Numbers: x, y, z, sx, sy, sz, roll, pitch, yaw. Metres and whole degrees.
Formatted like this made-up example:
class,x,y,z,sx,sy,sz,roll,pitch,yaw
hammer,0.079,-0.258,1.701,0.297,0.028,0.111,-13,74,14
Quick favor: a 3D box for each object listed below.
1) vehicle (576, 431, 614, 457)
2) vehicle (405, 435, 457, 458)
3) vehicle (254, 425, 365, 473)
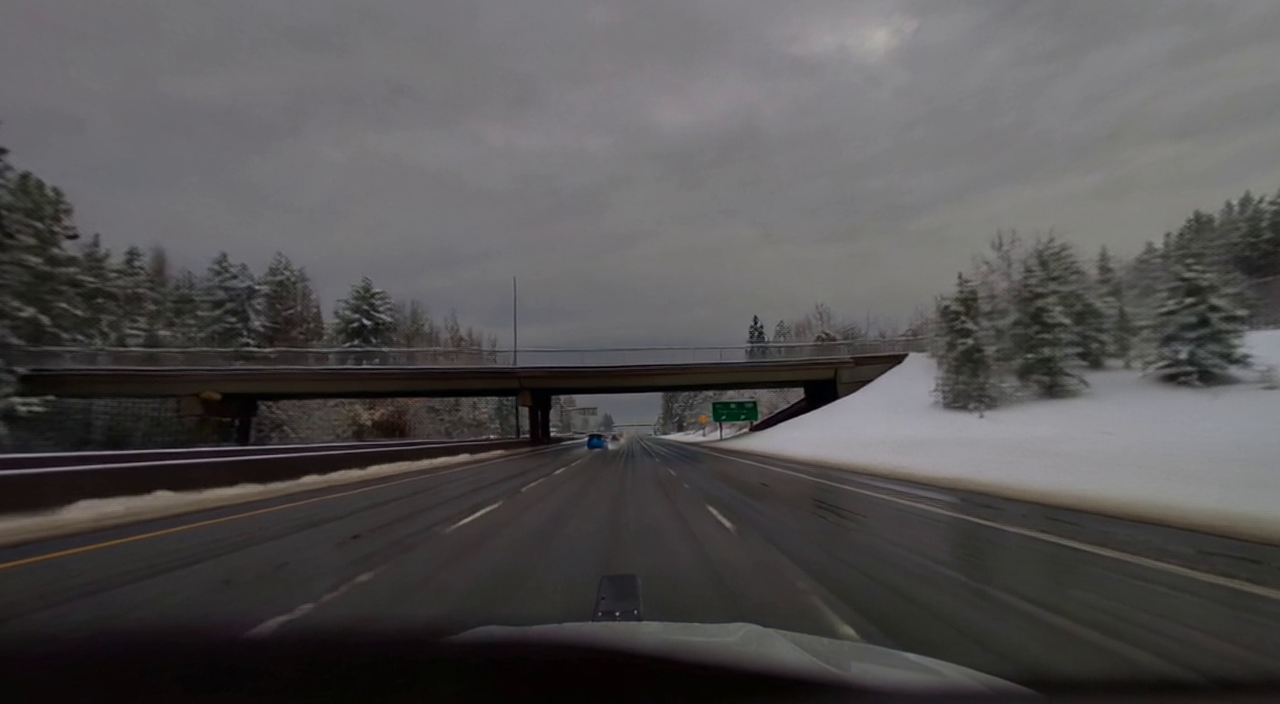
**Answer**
class,x,y,z,sx,sy,sz,roll,pitch,yaw
vehicle,-2.964,6.173,42.301,2.086,1.624,4.607,0,-8,1
vehicle,-13.768,6.250,41.762,1.937,1.424,4.454,0,-8,0
vehicle,-13.328,3.927,25.792,1.967,1.764,4.733,0,-8,0
